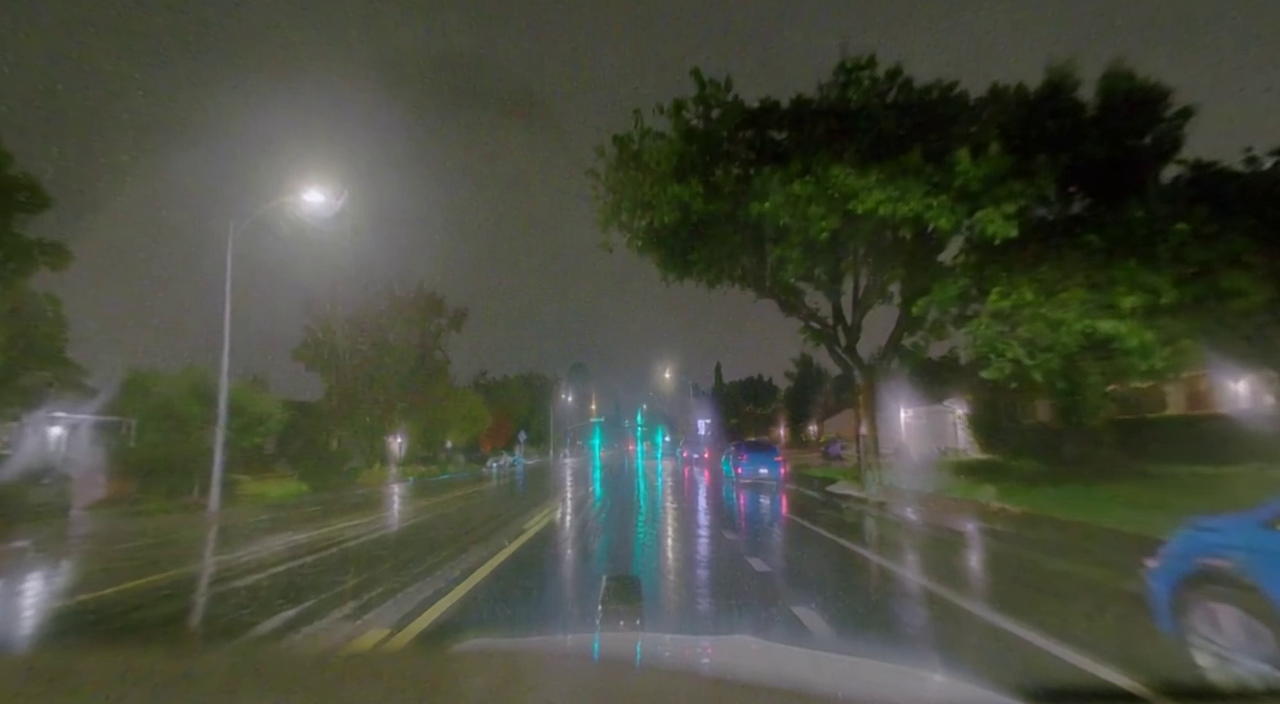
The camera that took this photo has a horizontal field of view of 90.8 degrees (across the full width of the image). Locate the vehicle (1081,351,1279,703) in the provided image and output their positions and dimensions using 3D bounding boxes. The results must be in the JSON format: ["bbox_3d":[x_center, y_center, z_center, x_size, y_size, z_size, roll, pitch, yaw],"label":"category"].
[{"bbox_3d":[4.040,0.750,1.743,2.139,1.827,4.791,0,-8,0],"label":"vehicle"}]

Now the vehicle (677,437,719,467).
[{"bbox_3d":[3.989,7.019,44.613,2.319,1.938,5.961,1,-8,-1],"label":"vehicle"}]

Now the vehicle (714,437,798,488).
[{"bbox_3d":[4.137,4.020,23.365,2.173,1.656,4.514,0,-8,-1],"label":"vehicle"}]

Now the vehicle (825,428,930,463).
[{"bbox_3d":[12.206,4.847,32.680,4.660,1.749,1.893,0,-8,-2],"label":"vehicle"}]
